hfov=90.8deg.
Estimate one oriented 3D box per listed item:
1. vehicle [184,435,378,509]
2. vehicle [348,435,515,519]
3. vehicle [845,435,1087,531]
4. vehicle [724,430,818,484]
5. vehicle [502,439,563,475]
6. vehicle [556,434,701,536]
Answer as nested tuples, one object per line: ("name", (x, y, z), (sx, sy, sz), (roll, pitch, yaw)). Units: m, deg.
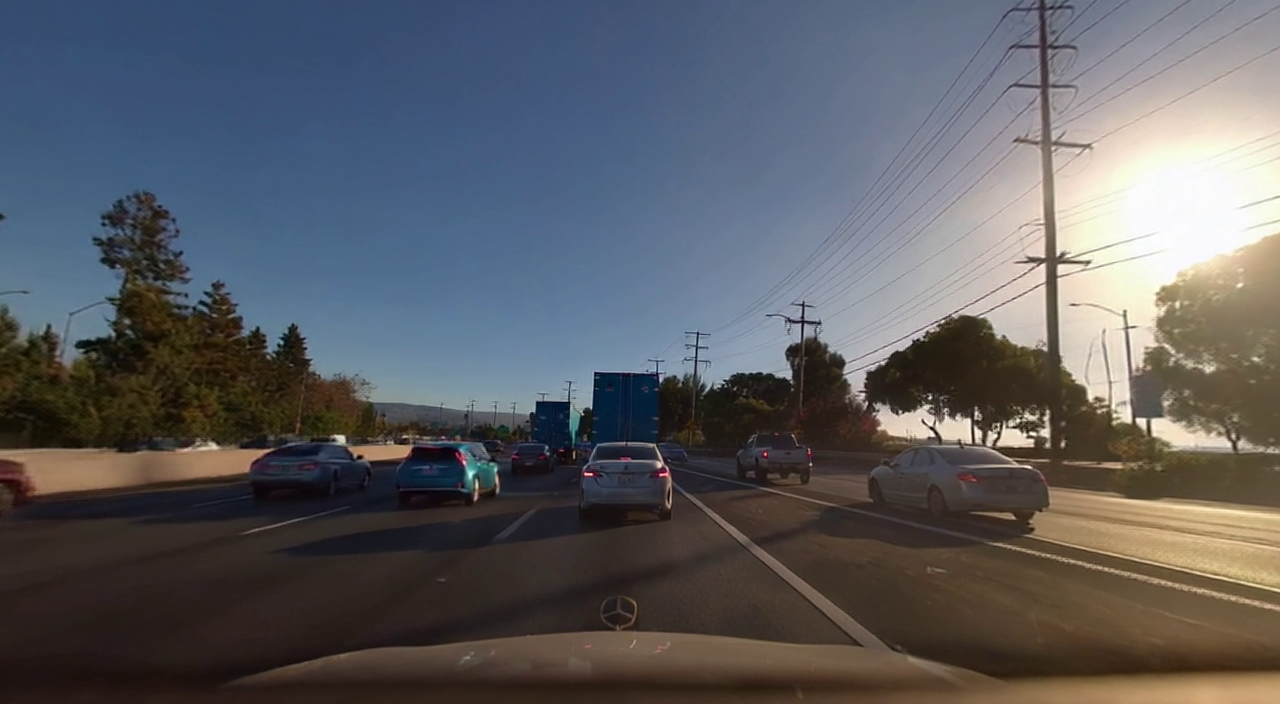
("vehicle", (-8.261, 2.792, 15.211), (1.988, 1.472, 4.852), (0, -9, -3))
("vehicle", (-4.182, 2.593, 13.747), (1.960, 1.450, 5.246), (0, -9, -1))
("vehicle", (5.581, 2.276, 11.571), (1.878, 1.406, 4.164), (1, -9, -6))
("vehicle", (4.375, 3.588, 21.743), (2.023, 1.676, 4.002), (1, -9, -6))
("vehicle", (-4.723, 4.718, 28.553), (2.090, 1.463, 4.968), (0, -9, -2))
("vehicle", (-0.282, 2.242, 11.255), (2.112, 1.463, 4.012), (0, -9, -3))
